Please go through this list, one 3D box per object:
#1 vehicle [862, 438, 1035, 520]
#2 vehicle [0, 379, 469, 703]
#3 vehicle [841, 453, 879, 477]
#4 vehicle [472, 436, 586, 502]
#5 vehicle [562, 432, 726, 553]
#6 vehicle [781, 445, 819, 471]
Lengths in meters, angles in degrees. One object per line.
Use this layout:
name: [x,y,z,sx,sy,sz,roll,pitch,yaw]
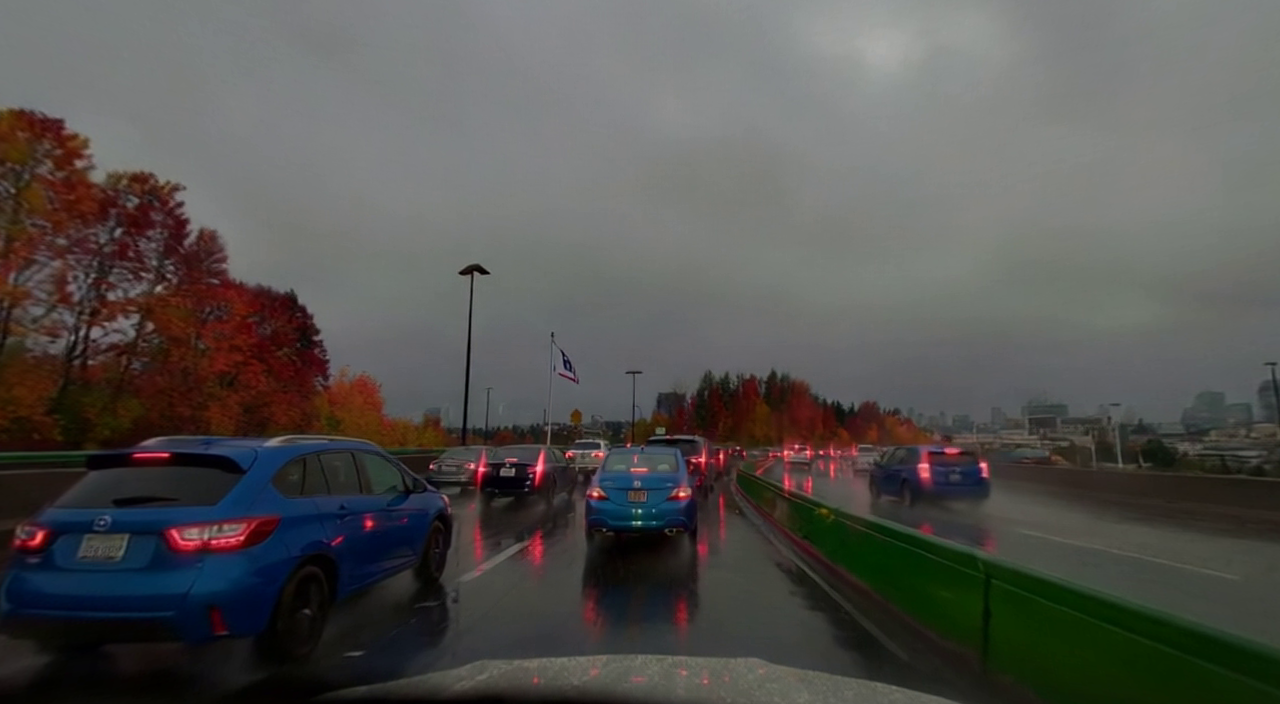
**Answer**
vehicle: [7.058,2.917,15.069,2.011,1.610,4.568,0,-9,3]
vehicle: [-3.108,1.270,5.189,1.988,1.635,4.260,0,-9,3]
vehicle: [14.709,7.529,42.246,1.749,1.481,3.808,-1,-9,10]
vehicle: [-2.874,3.169,17.459,1.974,1.549,4.603,0,-9,5]
vehicle: [0.188,2.119,10.246,2.090,1.506,4.276,0,-9,4]
vehicle: [10.178,6.754,40.268,1.944,1.544,4.301,-1,-9,9]
